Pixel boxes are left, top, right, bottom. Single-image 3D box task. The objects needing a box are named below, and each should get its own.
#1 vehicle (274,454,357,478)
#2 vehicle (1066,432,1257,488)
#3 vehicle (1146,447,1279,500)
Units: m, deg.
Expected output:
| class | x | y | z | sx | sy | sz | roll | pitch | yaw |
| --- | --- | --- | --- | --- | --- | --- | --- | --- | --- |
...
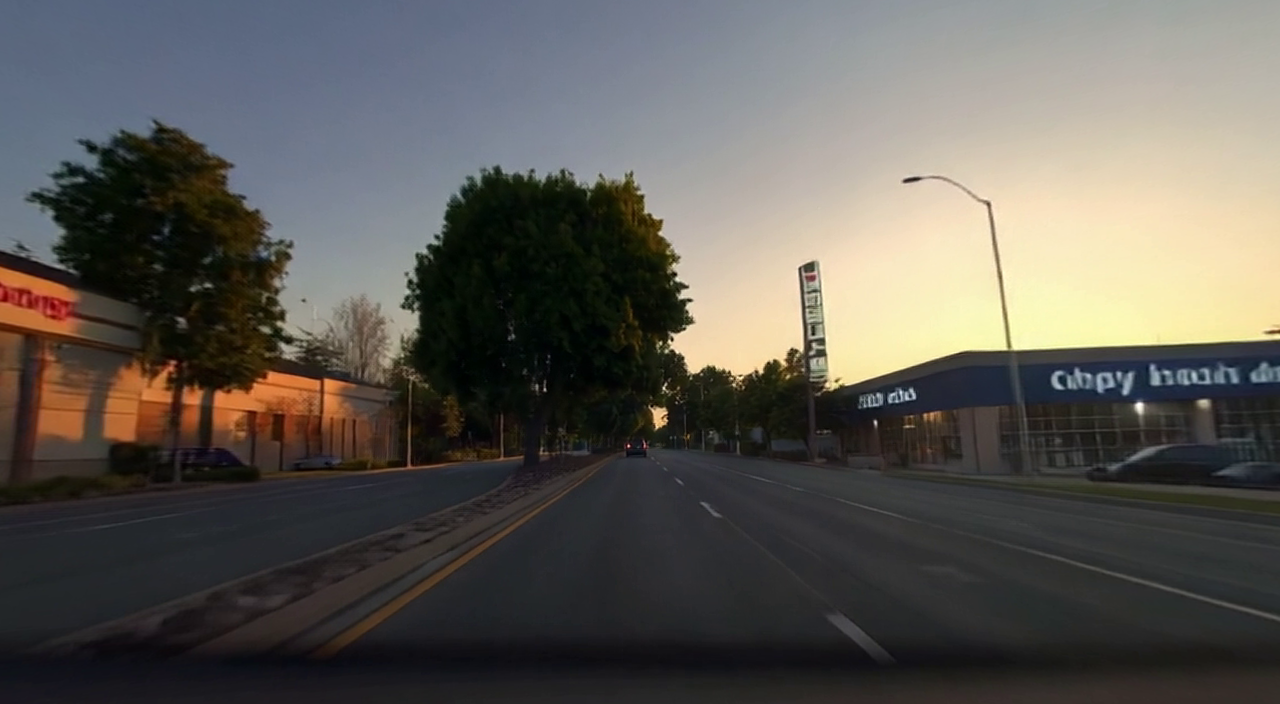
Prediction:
| class | x | y | z | sx | sy | sz | roll | pitch | yaw |
| --- | --- | --- | --- | --- | --- | --- | --- | --- | --- |
| vehicle | -22.111 | 7.758 | 43.092 | 4.665 | 1.486 | 1.918 | -1 | -9 | 7 |
| vehicle | 18.327 | 3.807 | 22.429 | 4.639 | 1.852 | 2.373 | 0 | -9 | -1 |
| vehicle | 18.715 | 3.711 | 19.526 | 4.290 | 1.491 | 2.123 | 0 | -8 | 0 |
